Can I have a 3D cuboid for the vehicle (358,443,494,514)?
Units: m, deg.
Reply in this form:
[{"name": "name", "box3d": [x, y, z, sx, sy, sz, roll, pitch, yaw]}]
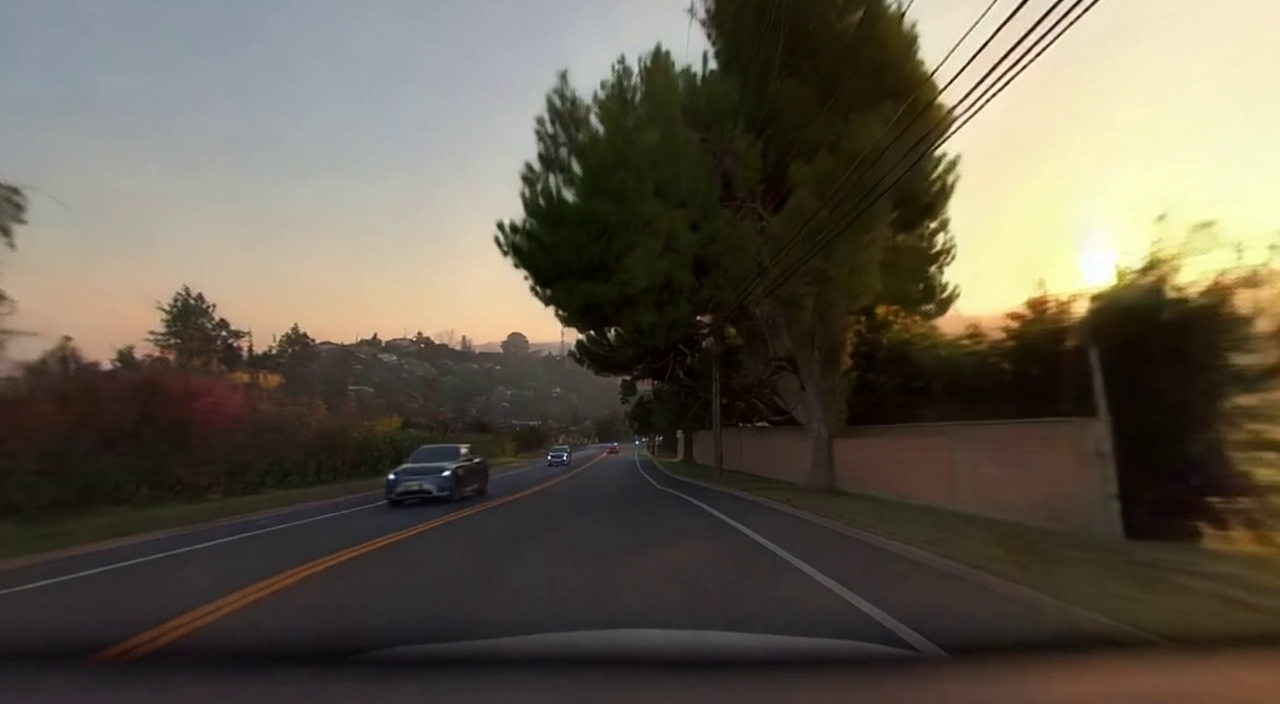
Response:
[{"name": "vehicle", "box3d": [-5.653, 3.360, 17.415, 2.121, 1.653, 4.510, 0, -8, 0]}]
